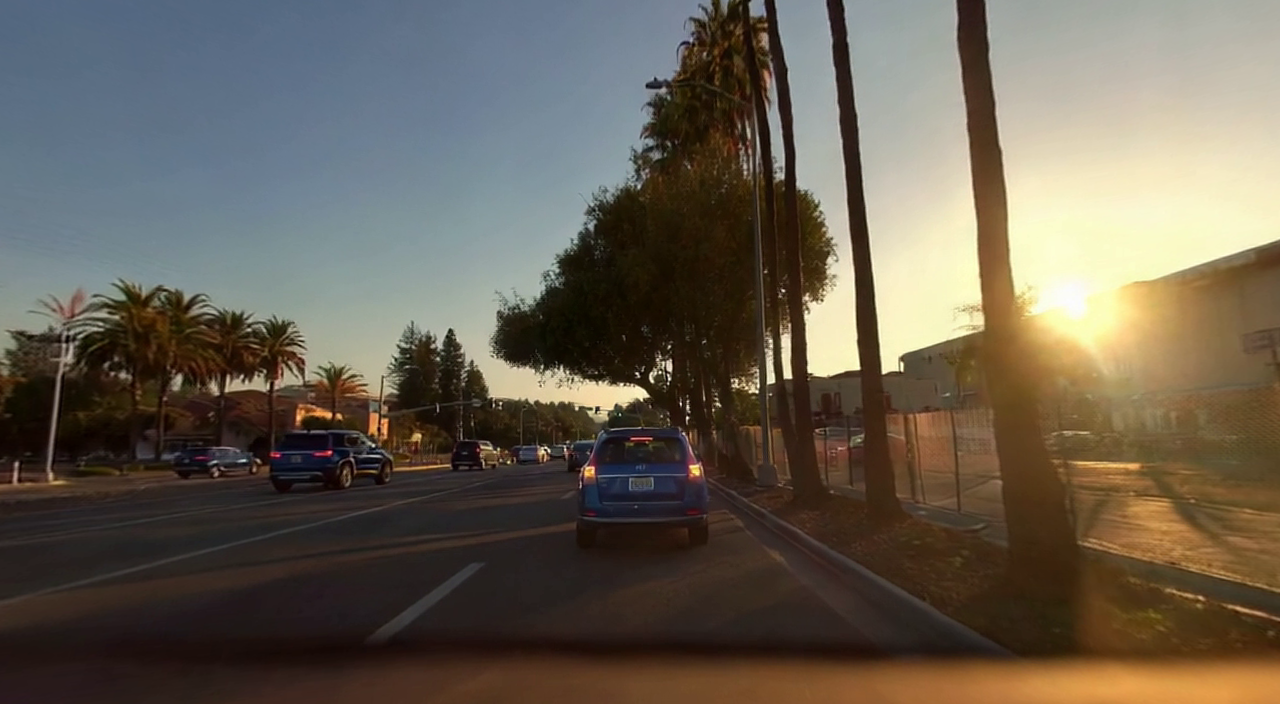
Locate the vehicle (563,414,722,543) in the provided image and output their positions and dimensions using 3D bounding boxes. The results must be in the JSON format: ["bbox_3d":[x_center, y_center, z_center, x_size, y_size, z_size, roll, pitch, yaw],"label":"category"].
[{"bbox_3d":[0.058,1.991,10.413,2.121,1.710,3.893,0,-9,1],"label":"vehicle"}]

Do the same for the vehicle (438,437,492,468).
[{"bbox_3d":[-10.549,6.090,38.112,1.965,1.743,4.327,0,-9,1],"label":"vehicle"}]

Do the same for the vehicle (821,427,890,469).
[{"bbox_3d":[8.255,3.635,23.813,1.837,1.416,3.947,-4,-10,27],"label":"vehicle"}]

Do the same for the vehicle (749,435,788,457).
[{"bbox_3d":[9.151,6.755,45.019,1.929,1.496,4.245,0,-9,1],"label":"vehicle"}]

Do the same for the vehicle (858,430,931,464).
[{"bbox_3d":[12.067,4.546,30.045,1.681,1.503,3.781,0,-9,-3],"label":"vehicle"}]

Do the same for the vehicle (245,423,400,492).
[{"bbox_3d":[-10.067,3.395,20.556,2.269,1.934,5.350,0,-9,0],"label":"vehicle"}]

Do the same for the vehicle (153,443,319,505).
[{"bbox_3d":[-10.065,3.029,16.018,1.924,1.384,3.426,0,-9,0],"label":"vehicle"}]
